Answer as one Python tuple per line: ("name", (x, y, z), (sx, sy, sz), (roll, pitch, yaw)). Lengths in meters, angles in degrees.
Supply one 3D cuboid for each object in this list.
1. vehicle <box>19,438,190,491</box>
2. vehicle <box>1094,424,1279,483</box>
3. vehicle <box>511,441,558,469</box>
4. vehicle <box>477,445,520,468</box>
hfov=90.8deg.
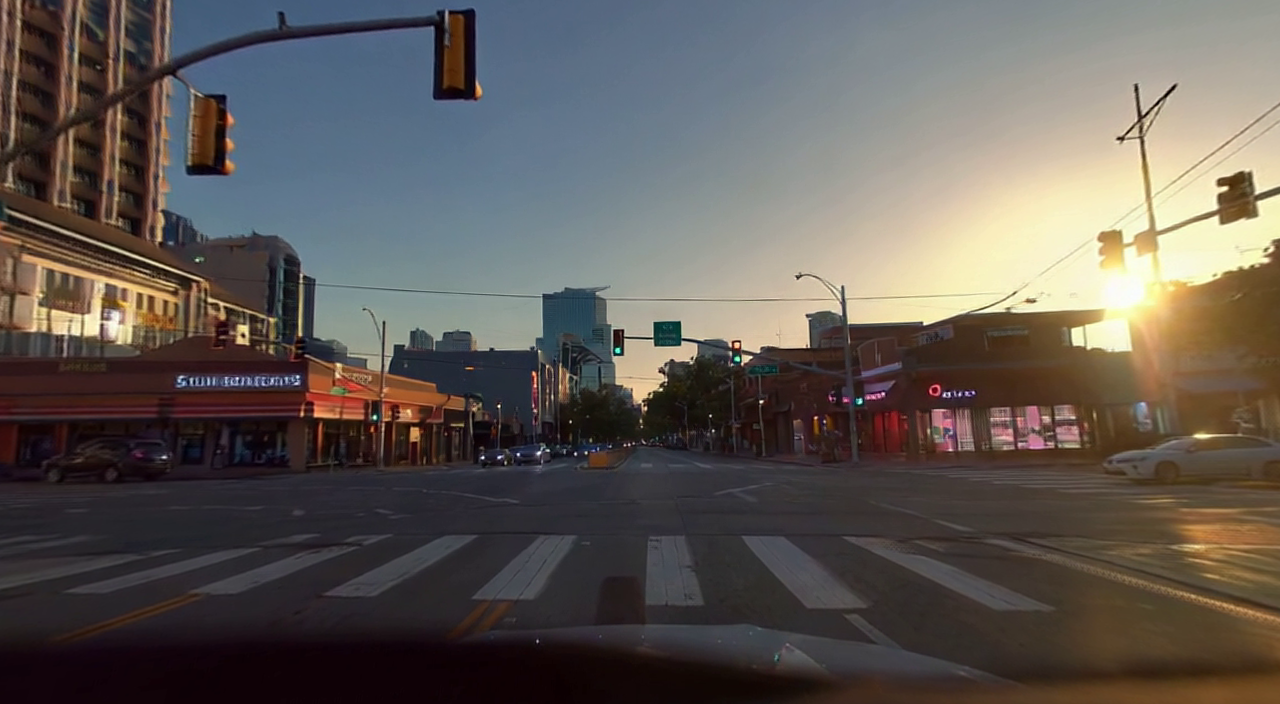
("vehicle", (-21.150, 4.416, 25.045), (5.161, 1.910, 2.275), (-2, -9, 11))
("vehicle", (15.409, 2.718, 17.038), (4.651, 1.463, 1.880), (-1, -9, 9))
("vehicle", (-6.793, 6.659, 41.035), (2.181, 1.703, 4.512), (0, -8, 1))
("vehicle", (-9.869, 7.321, 44.393), (2.106, 1.505, 4.228), (0, -8, 0))
